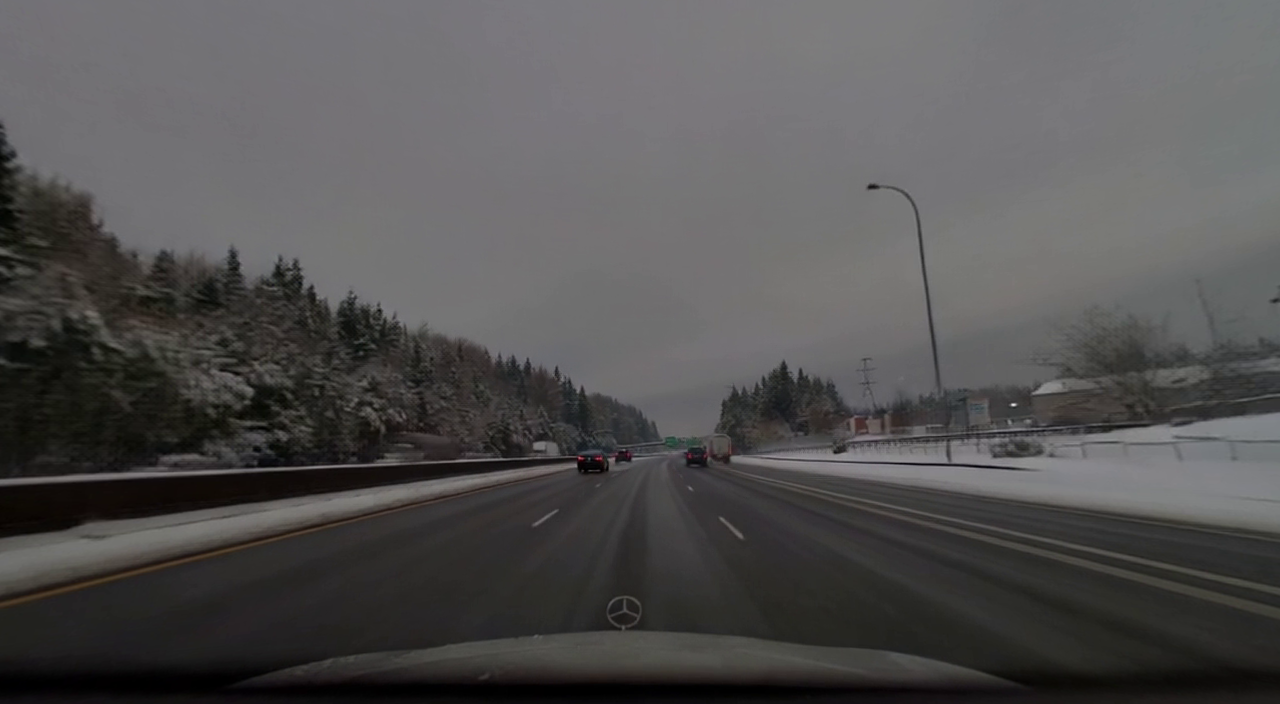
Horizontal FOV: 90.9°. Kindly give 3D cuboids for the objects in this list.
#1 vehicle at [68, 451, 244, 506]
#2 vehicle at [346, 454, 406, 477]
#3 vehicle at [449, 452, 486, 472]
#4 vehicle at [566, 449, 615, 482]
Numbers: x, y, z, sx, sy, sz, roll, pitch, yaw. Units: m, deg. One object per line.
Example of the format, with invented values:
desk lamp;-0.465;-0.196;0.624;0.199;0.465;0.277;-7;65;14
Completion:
vehicle;-14.402;3.756;19.144;1.795;1.449;4.364;0;-9;1
vehicle;-17.706;7.602;42.481;1.959;1.448;4.503;0;-9;2
vehicle;-13.336;8.512;48.991;1.728;1.475;3.566;-1;-9;3
vehicle;-2.348;5.551;31.158;2.035;1.513;4.272;0;-9;1
